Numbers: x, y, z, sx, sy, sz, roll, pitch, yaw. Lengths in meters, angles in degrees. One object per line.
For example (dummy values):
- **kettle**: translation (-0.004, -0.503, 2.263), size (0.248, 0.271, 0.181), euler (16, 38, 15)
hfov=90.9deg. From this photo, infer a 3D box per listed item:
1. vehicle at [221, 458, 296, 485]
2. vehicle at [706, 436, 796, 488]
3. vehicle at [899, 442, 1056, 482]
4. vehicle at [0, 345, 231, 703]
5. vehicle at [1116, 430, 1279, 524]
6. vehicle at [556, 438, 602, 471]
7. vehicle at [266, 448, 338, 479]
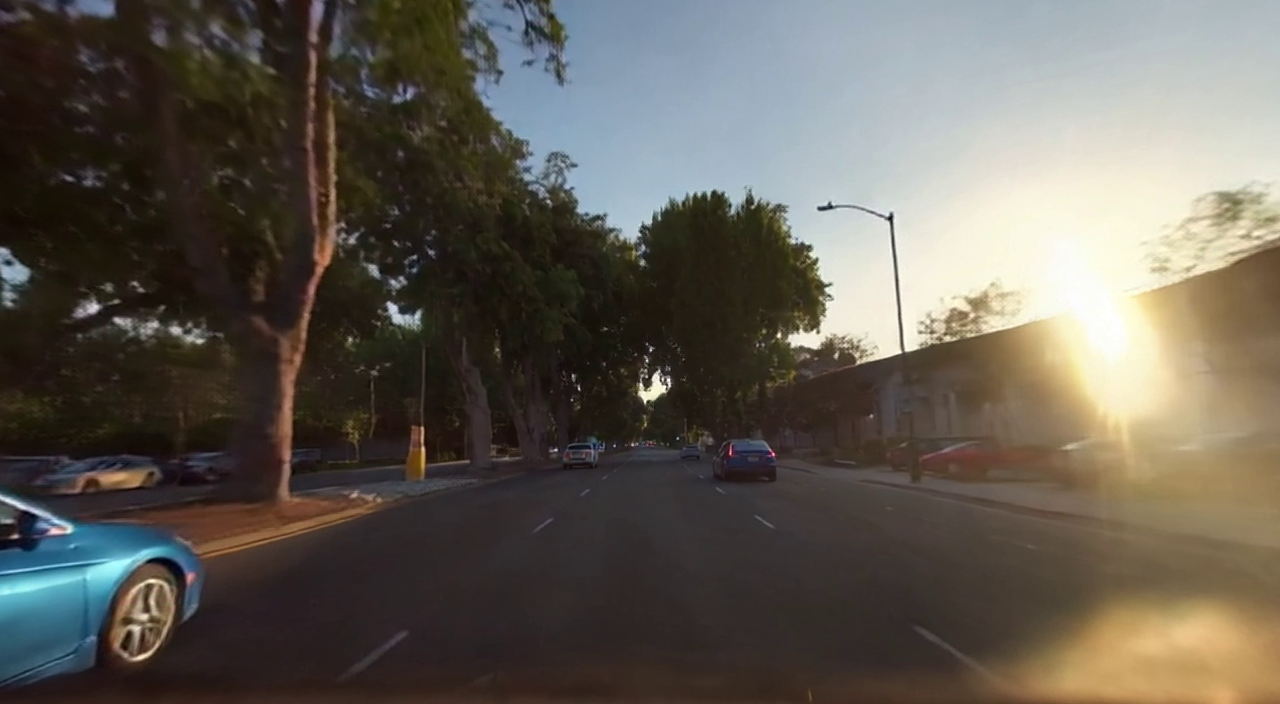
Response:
- **vehicle**: translation (-21.806, 6.811, 36.179), size (1.838, 1.351, 3.904), euler (-1, -8, 0)
- **vehicle**: translation (3.459, 3.527, 20.494), size (2.083, 1.474, 4.360), euler (0, -8, 0)
- **vehicle**: translation (12.621, 4.125, 23.798), size (4.757, 1.327, 2.062), euler (0, -7, -1)
- **vehicle**: translation (-3.605, 0.699, 1.518), size (2.023, 1.720, 4.741), euler (-1, -8, 0)
- **vehicle**: translation (12.831, 2.437, 12.794), size (4.647, 1.662, 2.134), euler (-1, -7, -3)
- **vehicle**: translation (-3.210, 5.505, 34.109), size (2.113, 1.626, 4.129), euler (0, -8, -1)
- **vehicle**: translation (-22.033, 7.266, 41.299), size (2.203, 1.857, 4.581), euler (0, -8, -1)
